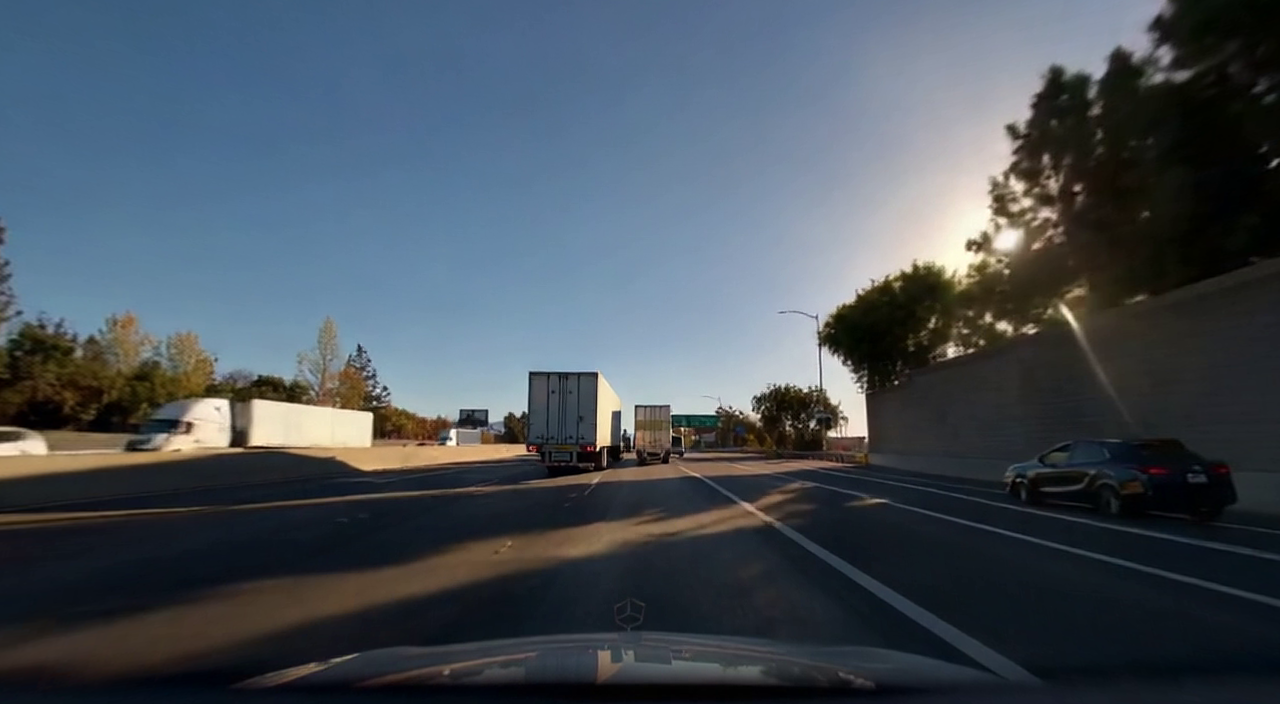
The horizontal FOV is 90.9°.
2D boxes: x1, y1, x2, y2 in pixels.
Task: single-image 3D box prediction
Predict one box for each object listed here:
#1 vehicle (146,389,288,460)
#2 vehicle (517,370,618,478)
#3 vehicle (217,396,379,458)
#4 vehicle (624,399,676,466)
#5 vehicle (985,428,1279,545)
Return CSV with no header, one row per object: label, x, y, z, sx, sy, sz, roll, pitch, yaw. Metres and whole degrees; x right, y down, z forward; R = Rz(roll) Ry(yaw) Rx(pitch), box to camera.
vehicle,-25.310,4.553,38.347,3.130,3.891,7.268,0,-9,3
vehicle,-2.857,3.420,29.072,2.962,3.947,11.574,0,-8,1
vehicle,-25.153,6.089,48.337,2.895,3.951,16.404,0,-9,1
vehicle,0.669,5.546,43.022,3.054,3.944,11.230,0,-8,1
vehicle,8.146,2.125,10.774,1.969,1.560,4.394,1,-8,-1
